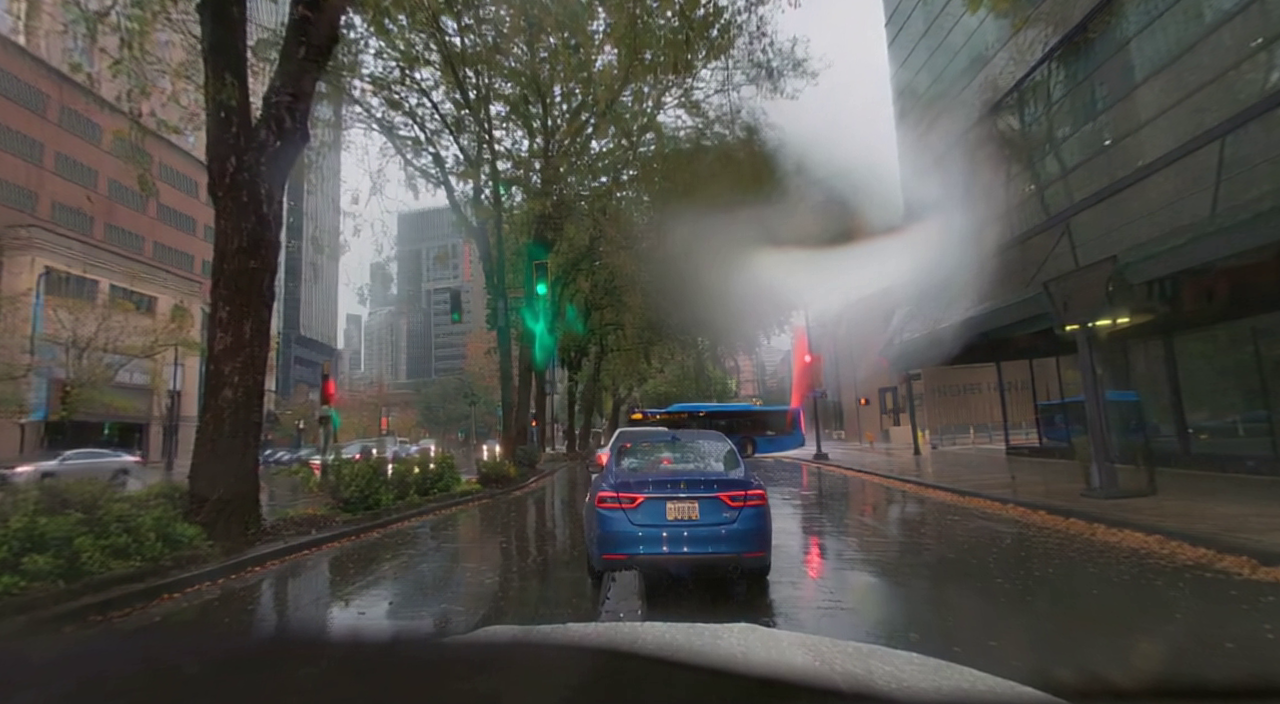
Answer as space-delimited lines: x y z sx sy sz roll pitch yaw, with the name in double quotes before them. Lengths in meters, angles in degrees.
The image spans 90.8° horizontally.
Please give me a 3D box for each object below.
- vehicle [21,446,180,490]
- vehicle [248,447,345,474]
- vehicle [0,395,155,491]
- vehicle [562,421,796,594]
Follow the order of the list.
"vehicle" -22.122 4.723 26.183 1.892 1.645 4.561 -3 -9 20
"vehicle" -20.291 6.379 37.590 1.883 1.461 4.830 -4 -9 23
"vehicle" -25.949 3.643 25.324 2.692 3.685 10.153 -3 -9 20
"vehicle" 0.372 1.622 7.394 2.006 1.470 3.799 0 -8 1
